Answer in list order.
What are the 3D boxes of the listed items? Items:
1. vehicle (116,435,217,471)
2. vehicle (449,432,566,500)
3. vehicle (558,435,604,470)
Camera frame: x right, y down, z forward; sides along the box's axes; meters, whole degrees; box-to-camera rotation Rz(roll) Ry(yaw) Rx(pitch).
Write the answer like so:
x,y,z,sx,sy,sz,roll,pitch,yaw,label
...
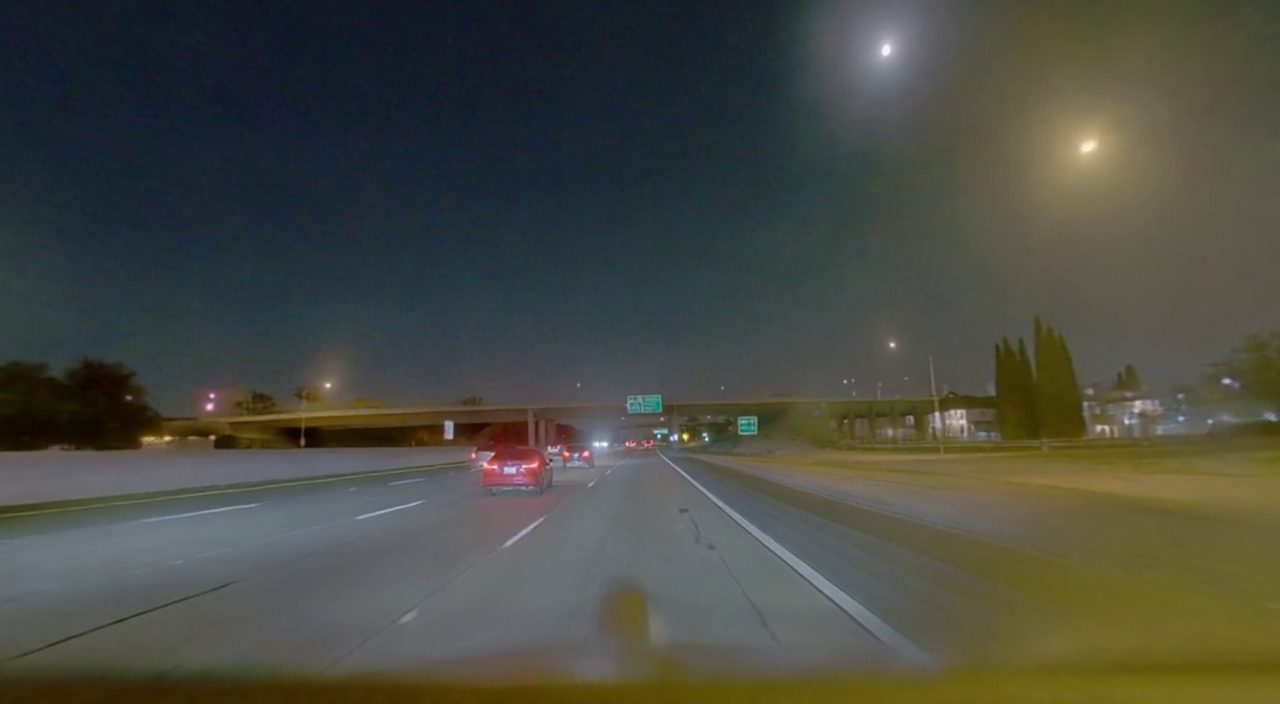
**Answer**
x,y,z,sx,sy,sz,roll,pitch,yaw,label
-24.640,5.272,33.065,1.839,1.700,4.364,-1,-8,1,vehicle
-3.498,3.119,17.654,2.210,1.628,4.586,0,-9,1,vehicle
-3.215,5.589,35.300,2.080,1.811,4.644,0,-9,1,vehicle
